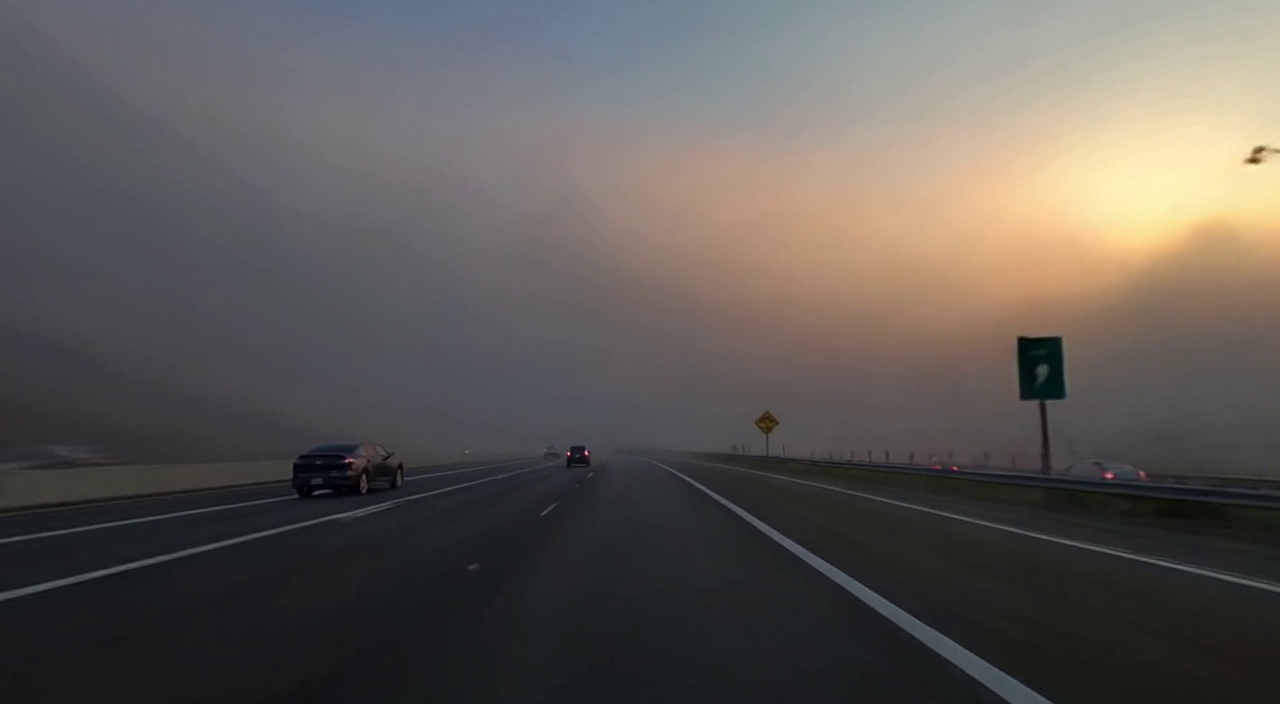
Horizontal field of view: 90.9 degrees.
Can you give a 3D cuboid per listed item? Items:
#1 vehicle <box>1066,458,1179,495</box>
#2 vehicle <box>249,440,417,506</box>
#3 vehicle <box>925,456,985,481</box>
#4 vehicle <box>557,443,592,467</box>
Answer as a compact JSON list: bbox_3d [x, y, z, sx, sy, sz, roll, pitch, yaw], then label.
[{"bbox_3d":[21.940,5.627,28.933,1.950,1.462,4.391,-1,-8,5],"label":"vehicle"},{"bbox_3d":[-7.741,3.076,16.545,2.038,1.463,4.656,0,-8,0],"label":"vehicle"},{"bbox_3d":[20.238,7.479,40.724,2.005,1.478,4.056,-1,-9,5],"label":"vehicle"},{"bbox_3d":[-4.185,6.688,41.050,1.936,1.465,4.060,0,-8,-1],"label":"vehicle"}]
